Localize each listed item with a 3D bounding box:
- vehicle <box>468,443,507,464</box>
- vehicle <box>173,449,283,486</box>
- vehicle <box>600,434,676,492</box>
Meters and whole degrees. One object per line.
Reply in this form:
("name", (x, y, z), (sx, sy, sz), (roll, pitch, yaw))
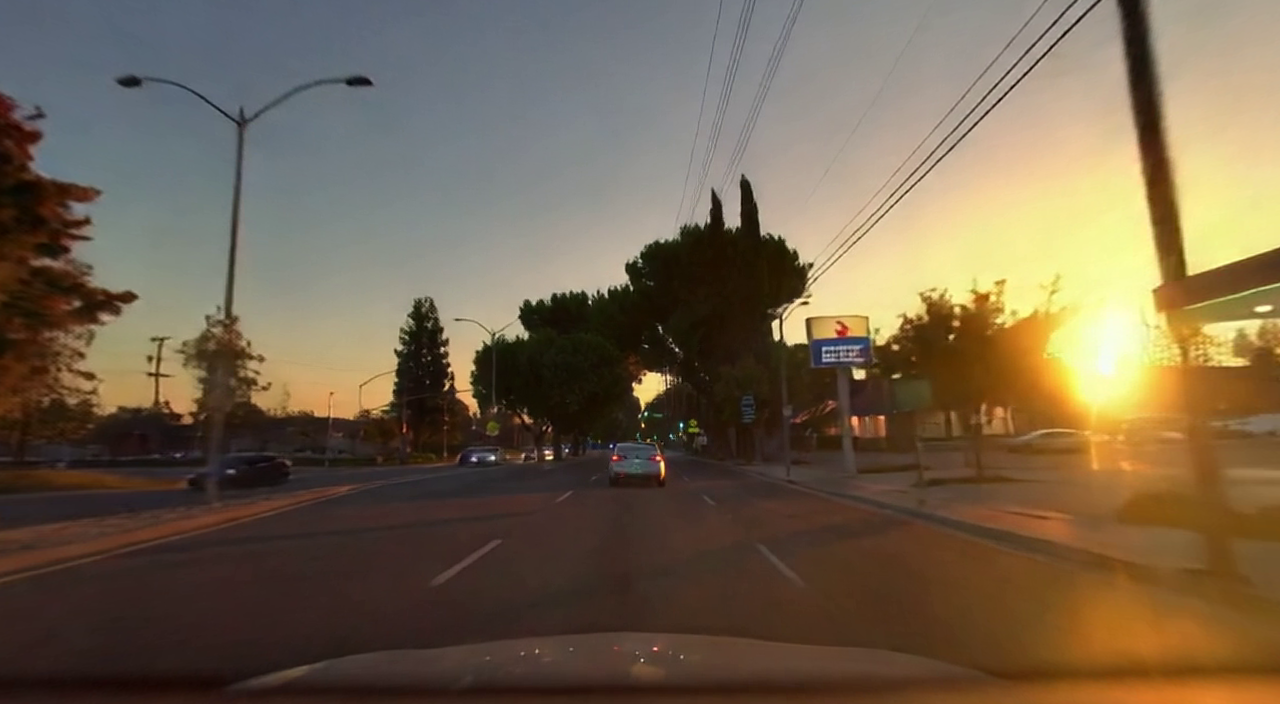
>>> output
("vehicle", (-11.866, 7.897, 49.150), (1.868, 1.516, 4.321), (0, -8, 1))
("vehicle", (-19.176, 5.355, 29.591), (1.940, 1.525, 4.654), (0, -8, 1))
("vehicle", (-0.038, 3.308, 19.143), (2.062, 1.519, 4.214), (1, -8, 0))
